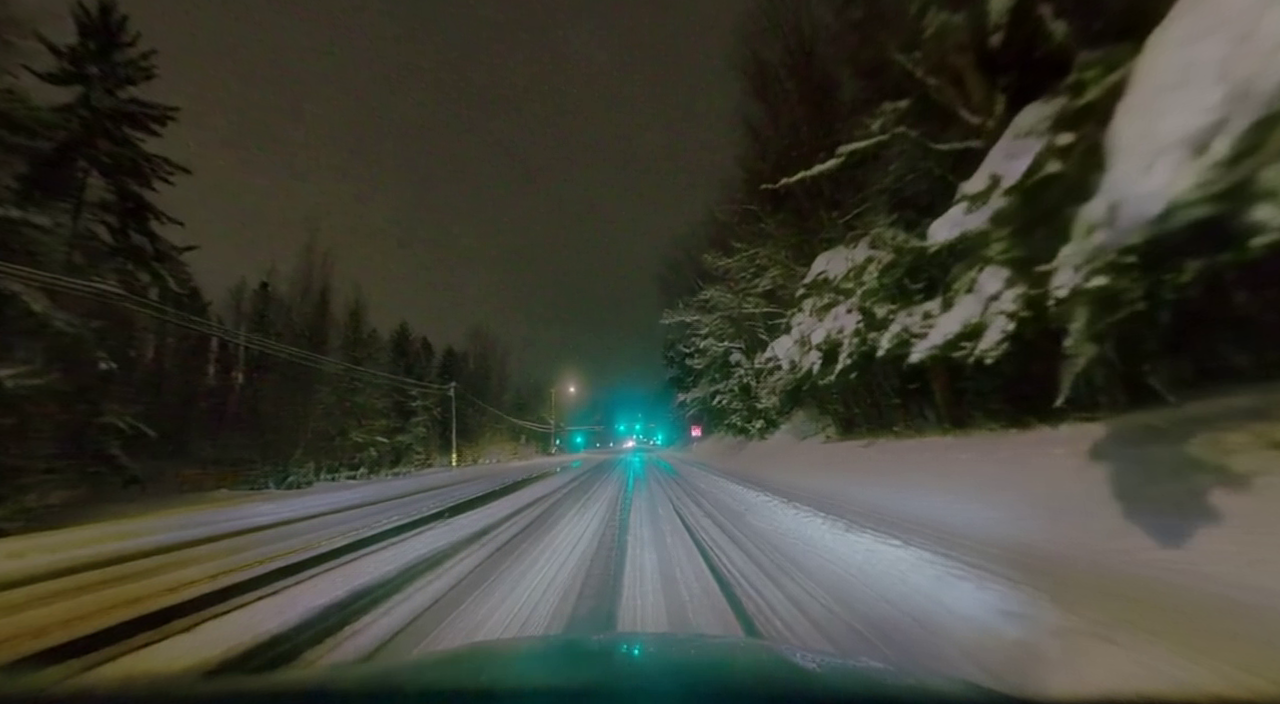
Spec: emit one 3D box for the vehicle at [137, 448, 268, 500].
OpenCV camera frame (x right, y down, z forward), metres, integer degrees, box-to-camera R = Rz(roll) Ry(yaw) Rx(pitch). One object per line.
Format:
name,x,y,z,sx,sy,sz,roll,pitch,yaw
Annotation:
vehicle,-20.561,5.709,29.822,4.655,1.832,2.227,-6,-7,2
